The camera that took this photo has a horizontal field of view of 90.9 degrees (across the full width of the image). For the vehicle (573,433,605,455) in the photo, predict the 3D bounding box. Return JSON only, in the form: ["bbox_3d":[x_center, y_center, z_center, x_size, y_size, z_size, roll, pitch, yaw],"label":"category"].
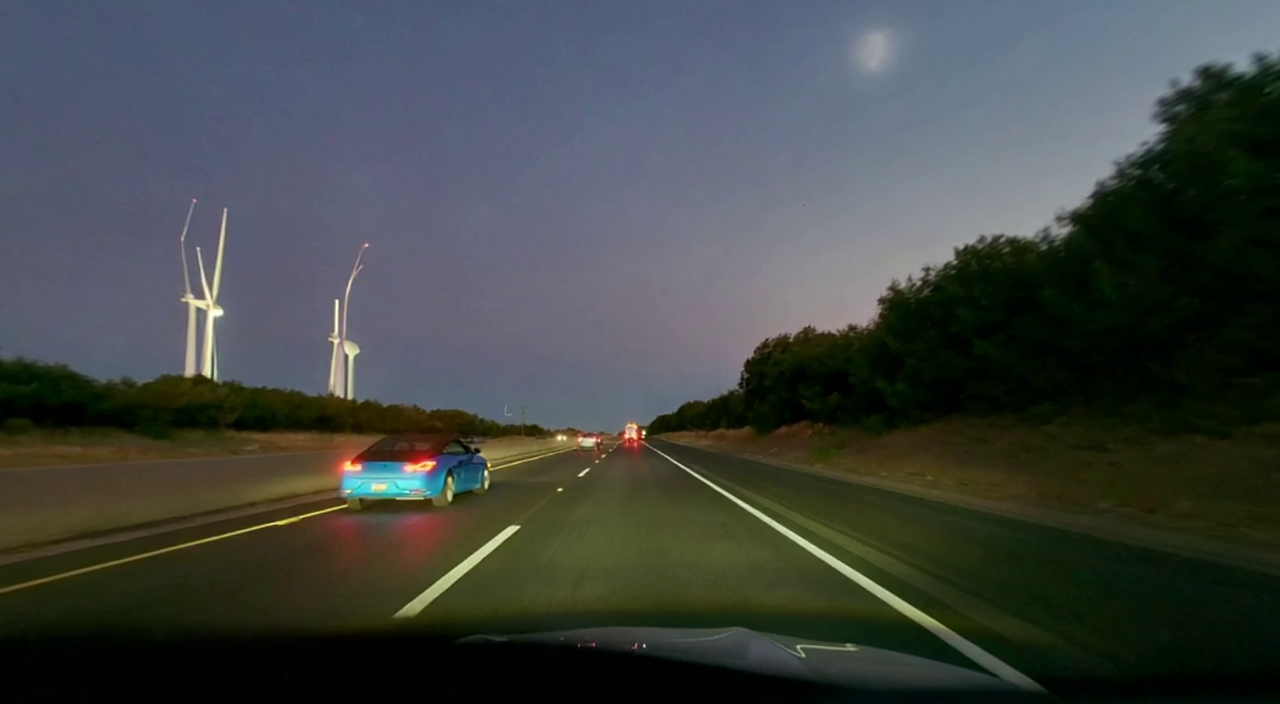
[{"bbox_3d":[-3.538,6.399,44.123,2.024,1.456,3.754,0,-8,-1],"label":"vehicle"}]

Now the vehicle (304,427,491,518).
[{"bbox_3d":[-4.324,2.187,12.069,1.969,1.413,4.194,0,-8,-1],"label":"vehicle"}]
